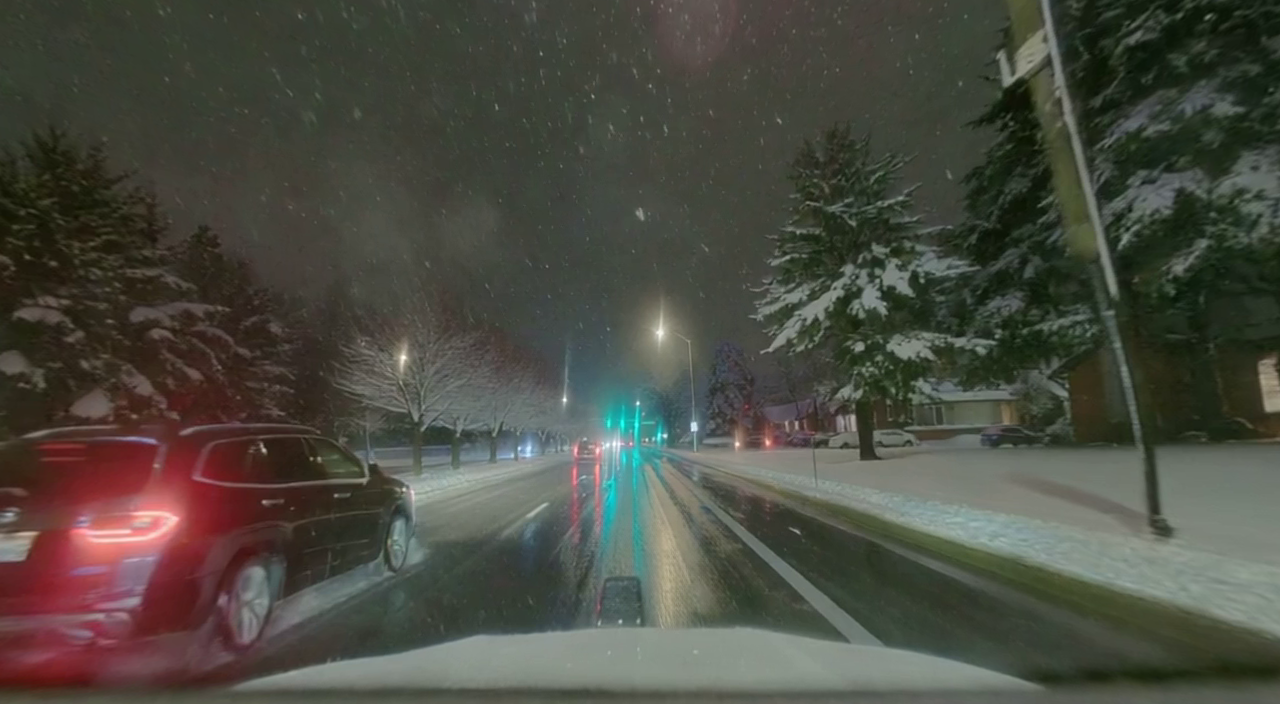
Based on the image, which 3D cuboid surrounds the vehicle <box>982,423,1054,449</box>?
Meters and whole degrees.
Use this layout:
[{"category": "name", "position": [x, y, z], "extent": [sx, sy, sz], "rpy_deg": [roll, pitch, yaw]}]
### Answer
[{"category": "vehicle", "position": [27.181, 6.139, 45.648], "extent": [1.837, 1.720, 4.764], "rpy_deg": [1, -9, -7]}]

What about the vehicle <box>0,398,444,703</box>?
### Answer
[{"category": "vehicle", "position": [-3.467, 1.325, 5.354], "extent": [2.011, 1.498, 4.914], "rpy_deg": [0, -8, 0]}]

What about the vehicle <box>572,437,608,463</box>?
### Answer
[{"category": "vehicle", "position": [-3.510, 7.019, 45.221], "extent": [2.138, 1.733, 4.427], "rpy_deg": [0, -8, 0]}]
